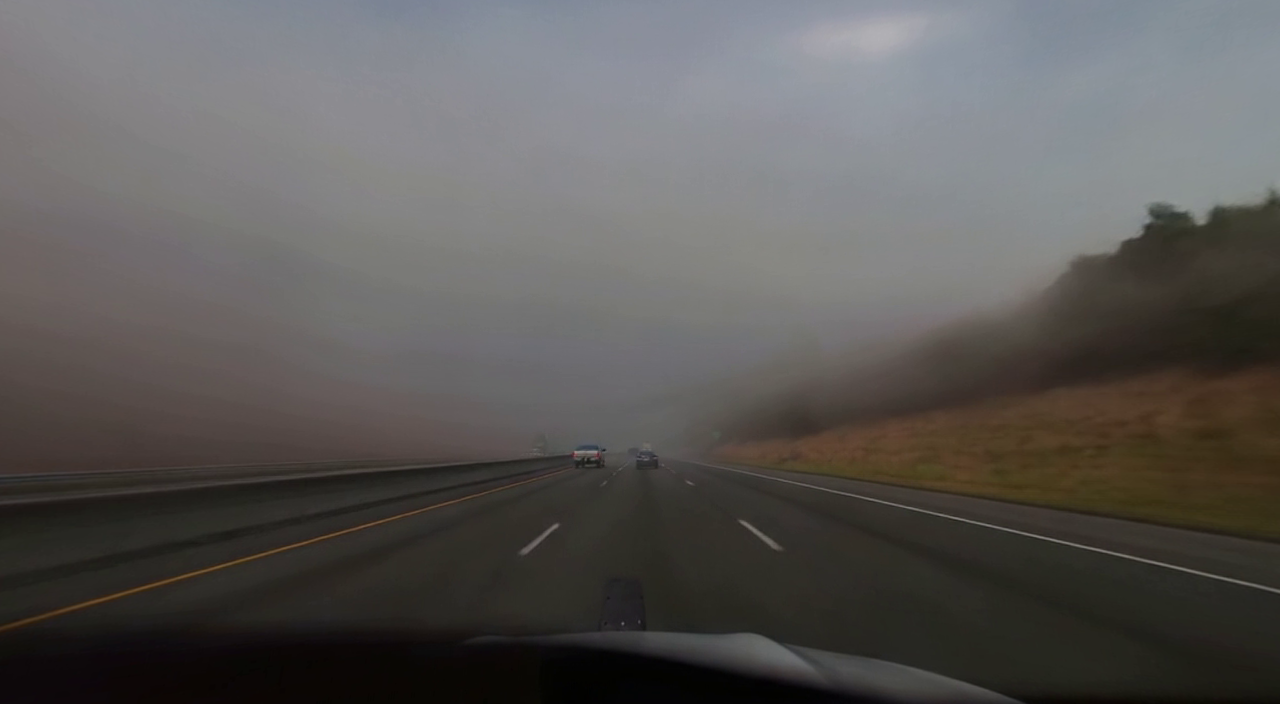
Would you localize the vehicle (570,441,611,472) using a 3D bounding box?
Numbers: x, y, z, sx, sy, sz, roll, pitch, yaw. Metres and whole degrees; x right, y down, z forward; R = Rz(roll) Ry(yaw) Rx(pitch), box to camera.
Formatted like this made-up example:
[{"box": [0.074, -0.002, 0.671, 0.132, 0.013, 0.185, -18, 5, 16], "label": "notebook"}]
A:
[{"box": [-2.962, 6.419, 38.683, 2.143, 1.770, 4.283, 0, -9, 1], "label": "vehicle"}]

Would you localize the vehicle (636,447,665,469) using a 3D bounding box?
[{"box": [0.749, 7.905, 47.201, 2.036, 1.519, 4.225, 0, -9, 0], "label": "vehicle"}]
